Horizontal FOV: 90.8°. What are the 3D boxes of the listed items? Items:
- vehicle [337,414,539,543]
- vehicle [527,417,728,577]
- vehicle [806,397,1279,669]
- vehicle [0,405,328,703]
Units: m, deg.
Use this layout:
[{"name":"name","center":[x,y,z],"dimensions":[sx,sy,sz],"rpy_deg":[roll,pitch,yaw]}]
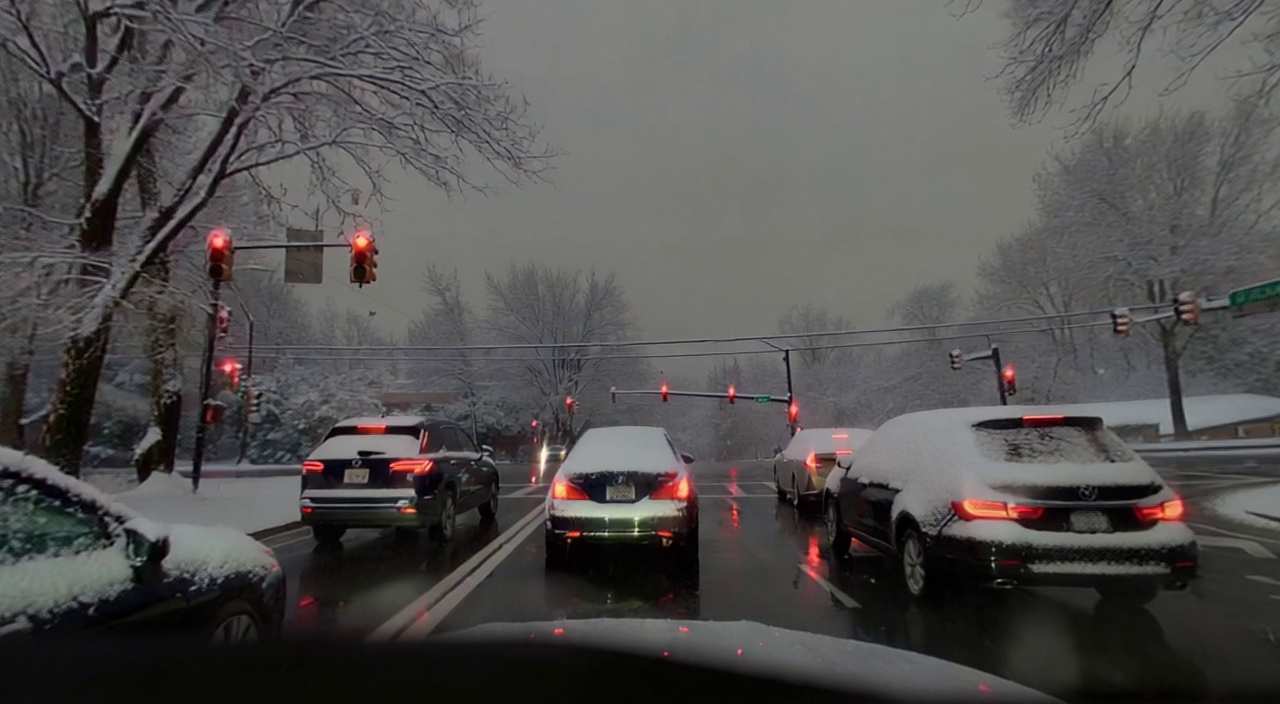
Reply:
[{"name":"vehicle","center":[-3.211,2.119,11.184],"dimensions":[2.048,1.805,4.405],"rpy_deg":[0,-8,1]},{"name":"vehicle","center":[-0.096,1.802,8.561],"dimensions":[2.106,1.655,3.717],"rpy_deg":[0,-8,1]},{"name":"vehicle","center":[3.228,1.443,6.192],"dimensions":[2.006,1.659,4.462],"rpy_deg":[0,-8,1]},{"name":"vehicle","center":[-3.343,0.953,2.373],"dimensions":[1.863,1.495,4.667],"rpy_deg":[0,-8,1]}]
